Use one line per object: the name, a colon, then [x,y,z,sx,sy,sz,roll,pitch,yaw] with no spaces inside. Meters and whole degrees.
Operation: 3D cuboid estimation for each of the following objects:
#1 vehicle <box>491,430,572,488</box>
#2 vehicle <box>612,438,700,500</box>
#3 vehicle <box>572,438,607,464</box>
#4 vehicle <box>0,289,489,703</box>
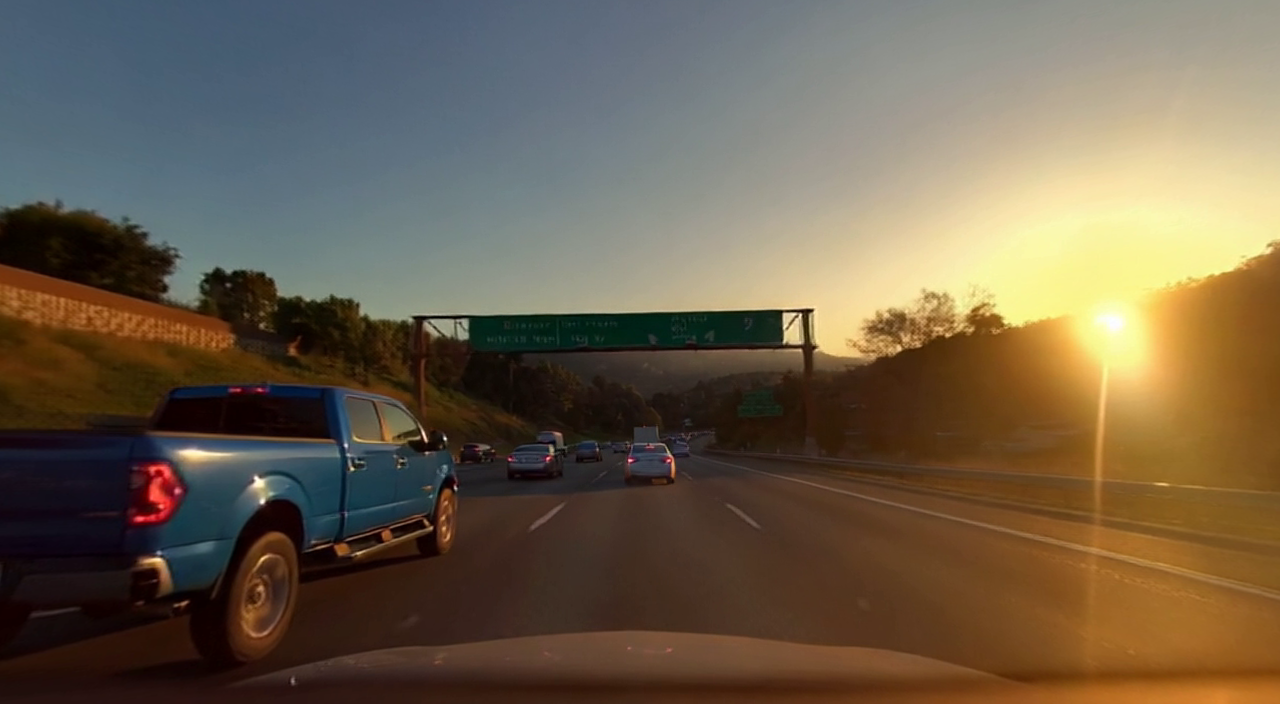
vehicle: [-3.516,3.549,21.250,1.903,1.721,4.210,0,-8,1]
vehicle: [0.368,3.052,16.884,2.054,1.421,4.090,0,-8,0]
vehicle: [-3.345,6.641,42.435,1.897,1.646,4.049,0,-8,1]
vehicle: [-3.343,1.145,5.908,2.269,2.060,5.933,0,-8,1]
